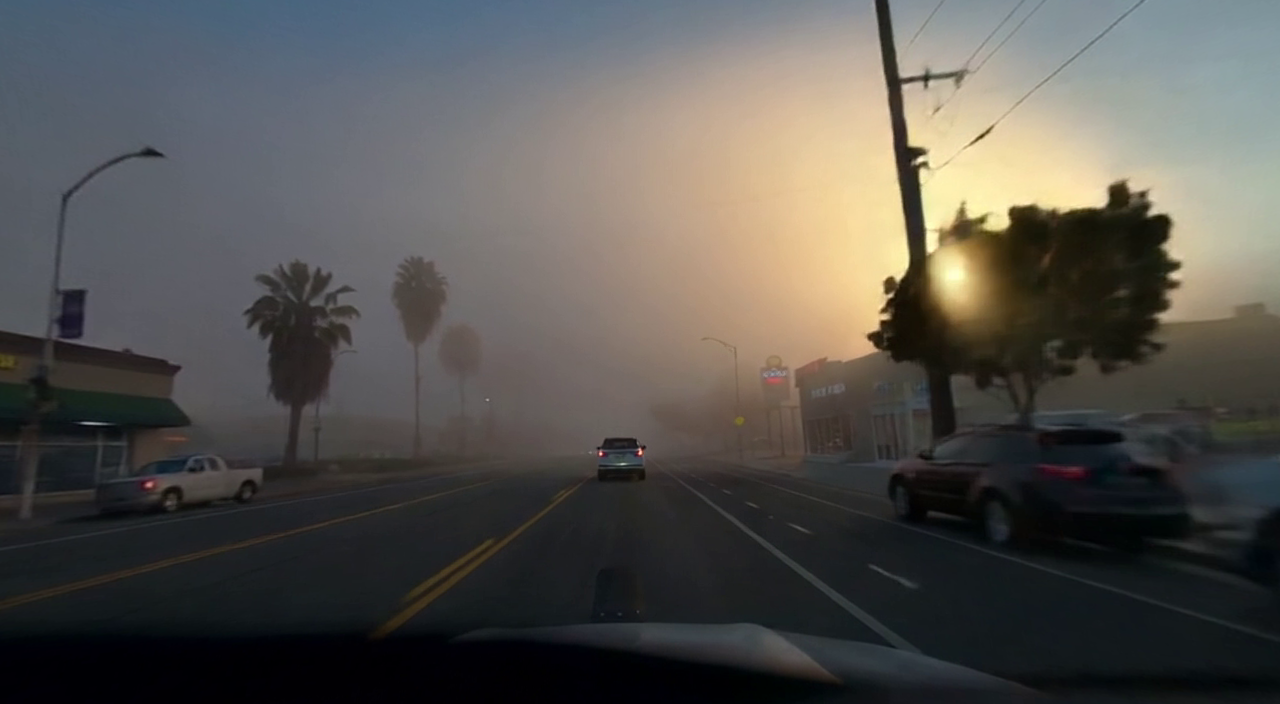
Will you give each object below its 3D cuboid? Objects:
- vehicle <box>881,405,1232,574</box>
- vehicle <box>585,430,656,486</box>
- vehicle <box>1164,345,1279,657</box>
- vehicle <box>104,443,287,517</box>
[{"bbox_3d":[5.742,1.939,9.703,2.186,1.861,4.678,2,-8,-1],"label":"vehicle"},{"bbox_3d":[-0.639,3.665,22.039,2.239,1.763,4.096,0,-8,-1],"label":"vehicle"},{"bbox_3d":[5.487,0.669,1.781,2.568,1.974,6.203,3,-9,-2],"label":"vehicle"},{"bbox_3d":[-13.520,3.855,19.663,2.296,1.847,4.856,-3,-8,-1],"label":"vehicle"}]
